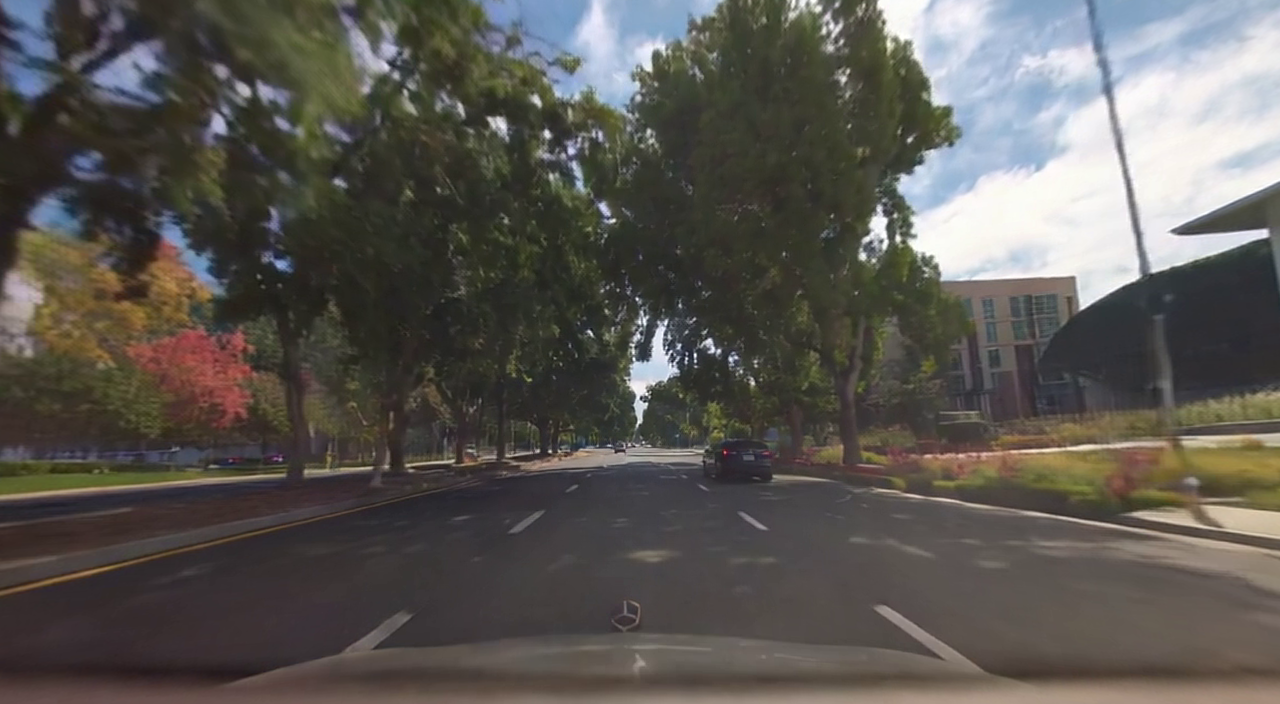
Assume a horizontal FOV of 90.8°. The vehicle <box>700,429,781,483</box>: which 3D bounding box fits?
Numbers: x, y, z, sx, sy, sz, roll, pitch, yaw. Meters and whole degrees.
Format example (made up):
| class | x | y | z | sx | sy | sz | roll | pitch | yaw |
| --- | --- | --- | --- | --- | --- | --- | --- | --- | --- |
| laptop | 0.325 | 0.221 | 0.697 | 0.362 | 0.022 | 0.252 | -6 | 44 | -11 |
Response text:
| class | x | y | z | sx | sy | sz | roll | pitch | yaw |
| --- | --- | --- | --- | --- | --- | --- | --- | --- | --- |
| vehicle | 3.468 | 3.710 | 22.728 | 2.083 | 1.743 | 4.354 | 0 | -8 | -2 |
